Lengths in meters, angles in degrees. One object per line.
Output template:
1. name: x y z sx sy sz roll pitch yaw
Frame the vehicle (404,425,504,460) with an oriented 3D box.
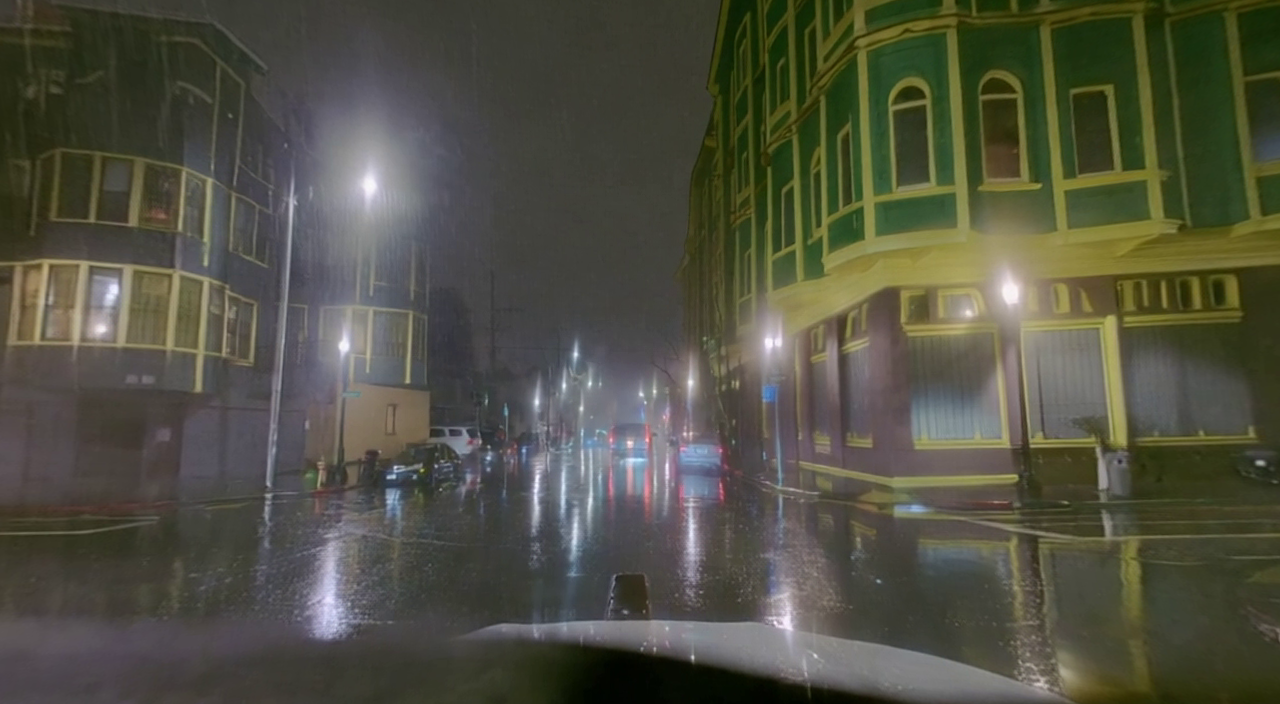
1. vehicle: -11.429 5.593 38.878 5.540 1.950 2.113 4 -12 -28

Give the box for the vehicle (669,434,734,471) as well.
1. vehicle: 2.514 4.303 27.112 2.290 1.456 4.503 0 -9 -1

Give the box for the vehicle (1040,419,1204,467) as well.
1. vehicle: 15.285 2.920 20.134 3.752 1.453 1.709 0 -9 2

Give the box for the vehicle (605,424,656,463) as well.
1. vehicle: -0.501 4.707 32.383 2.412 1.834 4.636 0 -8 -1
